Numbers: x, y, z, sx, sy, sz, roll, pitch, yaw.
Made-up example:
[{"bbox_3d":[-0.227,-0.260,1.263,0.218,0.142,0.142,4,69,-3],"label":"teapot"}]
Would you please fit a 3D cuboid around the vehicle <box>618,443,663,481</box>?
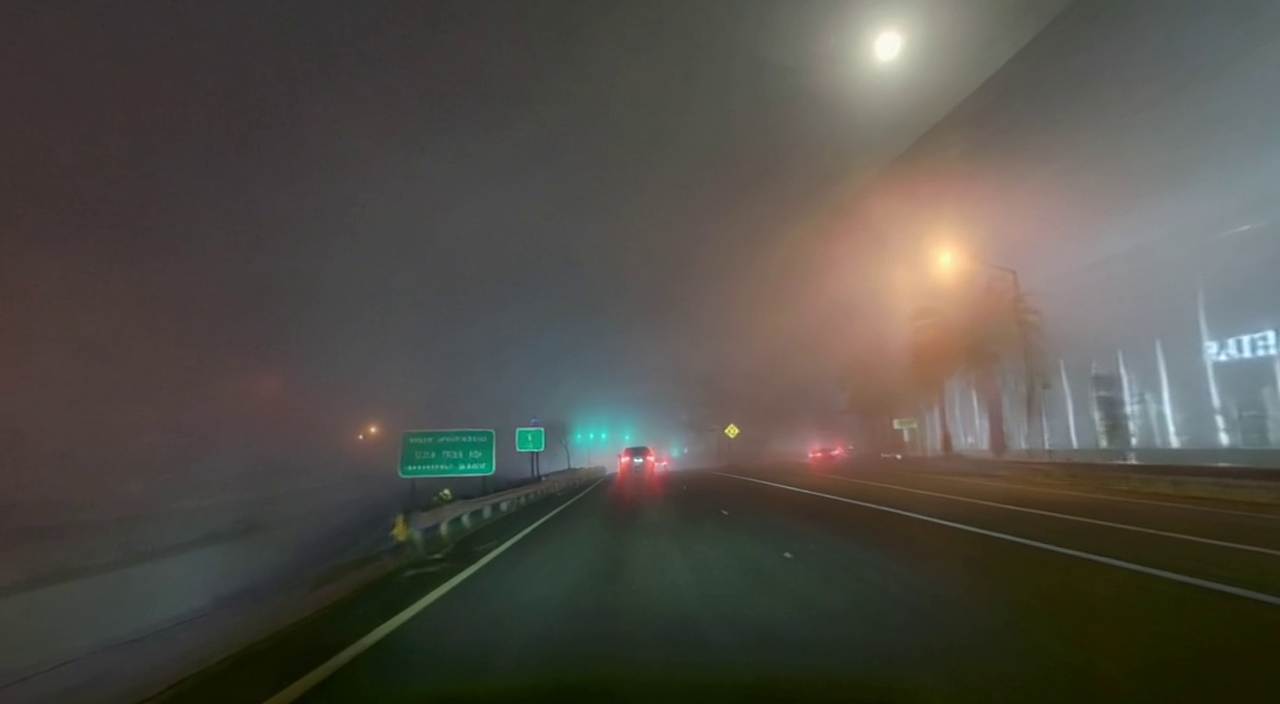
[{"bbox_3d":[-0.026,5.495,31.719,2.089,1.718,4.193,0,-9,-1],"label":"vehicle"}]
